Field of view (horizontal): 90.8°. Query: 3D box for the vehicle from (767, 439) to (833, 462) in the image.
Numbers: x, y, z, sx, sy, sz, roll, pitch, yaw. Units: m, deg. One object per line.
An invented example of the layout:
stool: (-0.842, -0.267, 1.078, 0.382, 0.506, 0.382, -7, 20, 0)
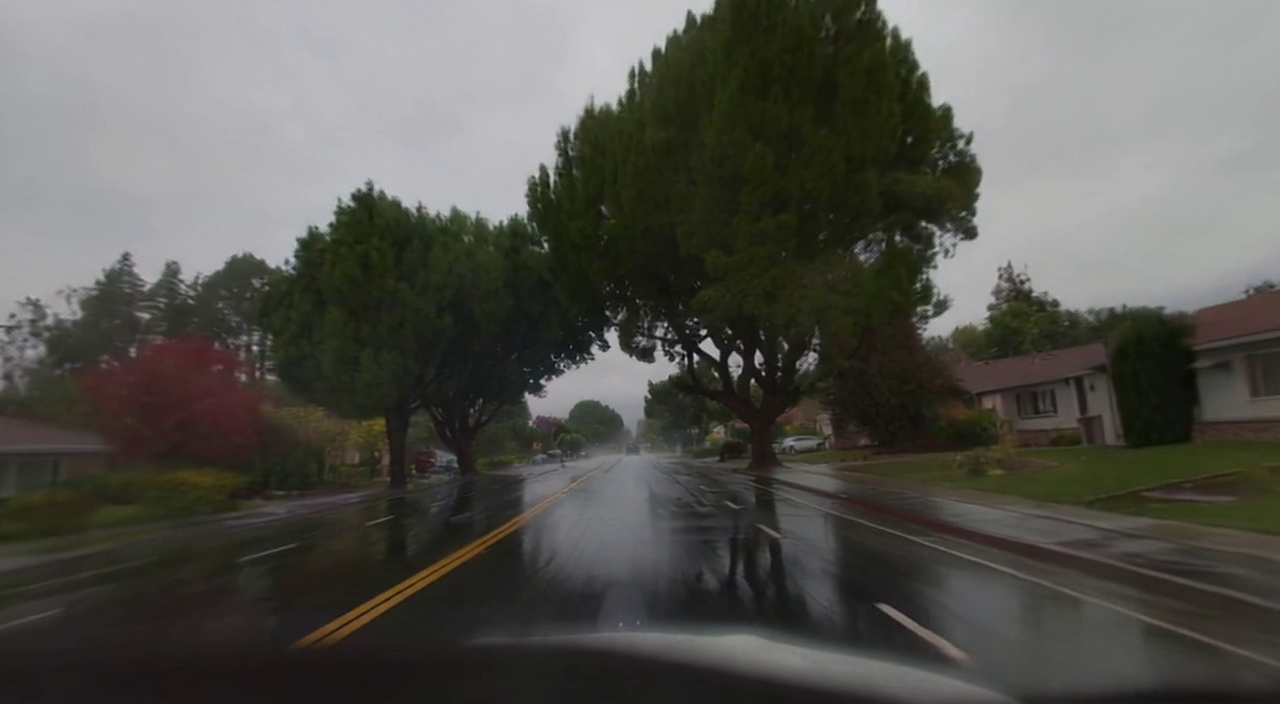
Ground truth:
vehicle: (11.991, 7.370, 47.441, 4.392, 1.685, 1.959, 1, -8, -4)
